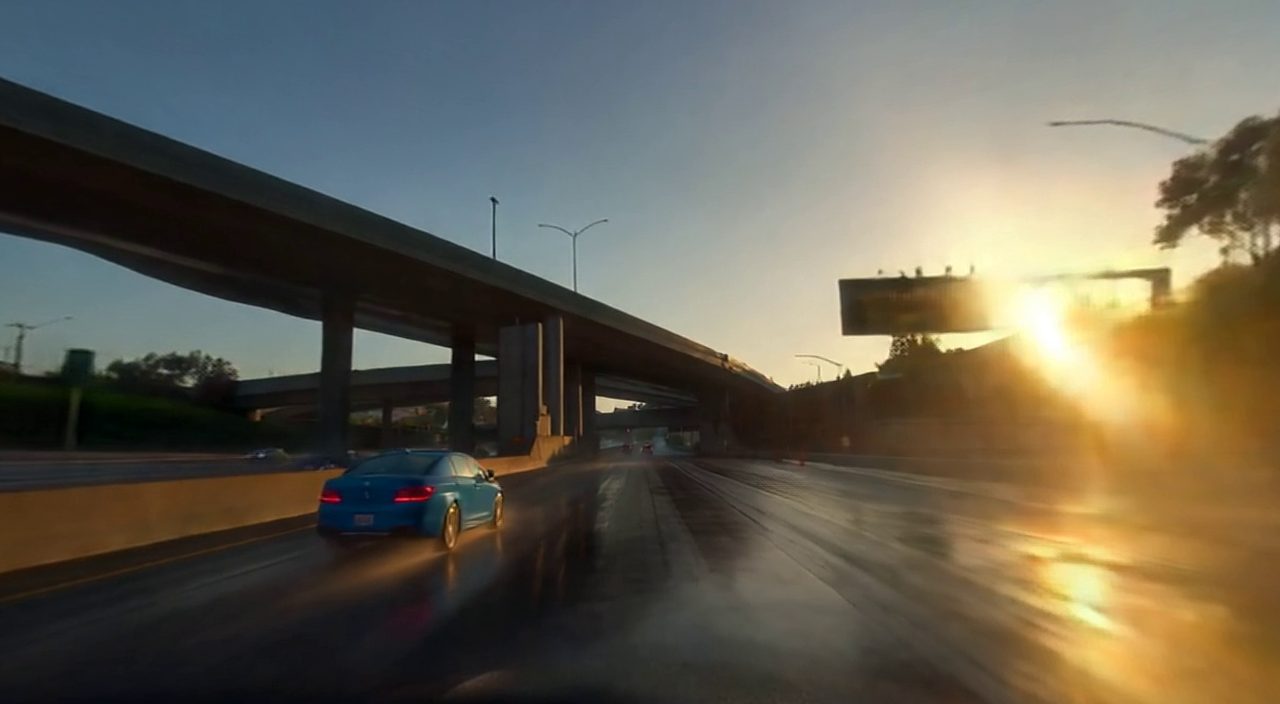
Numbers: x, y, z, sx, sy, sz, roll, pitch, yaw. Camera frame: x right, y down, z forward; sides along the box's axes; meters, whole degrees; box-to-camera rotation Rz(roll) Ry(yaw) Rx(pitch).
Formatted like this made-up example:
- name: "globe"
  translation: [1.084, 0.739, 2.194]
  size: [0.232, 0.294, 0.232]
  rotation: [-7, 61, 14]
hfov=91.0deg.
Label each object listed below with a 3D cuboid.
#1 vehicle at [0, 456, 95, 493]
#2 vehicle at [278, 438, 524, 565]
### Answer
- name: "vehicle"
  translation: [-26.590, 5.333, 27.693]
  size: [1.692, 1.456, 3.847]
  rotation: [0, -9, 1]
- name: "vehicle"
  translation: [-3.223, 2.089, 9.588]
  size: [2.044, 1.478, 4.114]
  rotation: [0, -9, 1]
